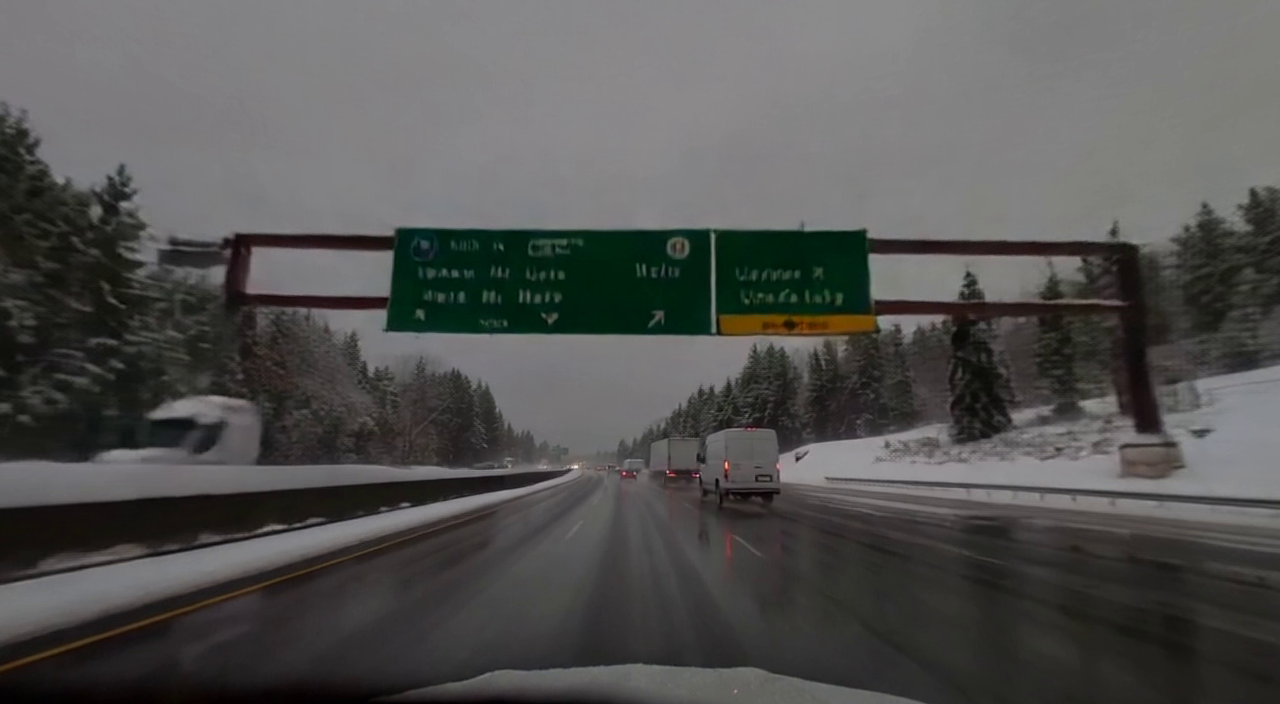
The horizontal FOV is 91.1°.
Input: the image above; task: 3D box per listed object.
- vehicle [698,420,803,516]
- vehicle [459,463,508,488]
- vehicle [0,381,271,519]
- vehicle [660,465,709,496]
[{"bbox_3d":[3.360,3.747,20.432,2.291,2.639,5.280,1,-10,-2],"label":"vehicle"},{"bbox_3d":[-10.010,7.920,40.513,1.912,1.497,4.625,1,-10,0],"label":"vehicle"},{"bbox_3d":[-13.685,2.785,17.470,2.623,3.039,6.703,1,-10,0],"label":"vehicle"},{"bbox_3d":[2.261,6.755,33.281,2.081,1.453,4.300,1,-10,-3],"label":"vehicle"}]
